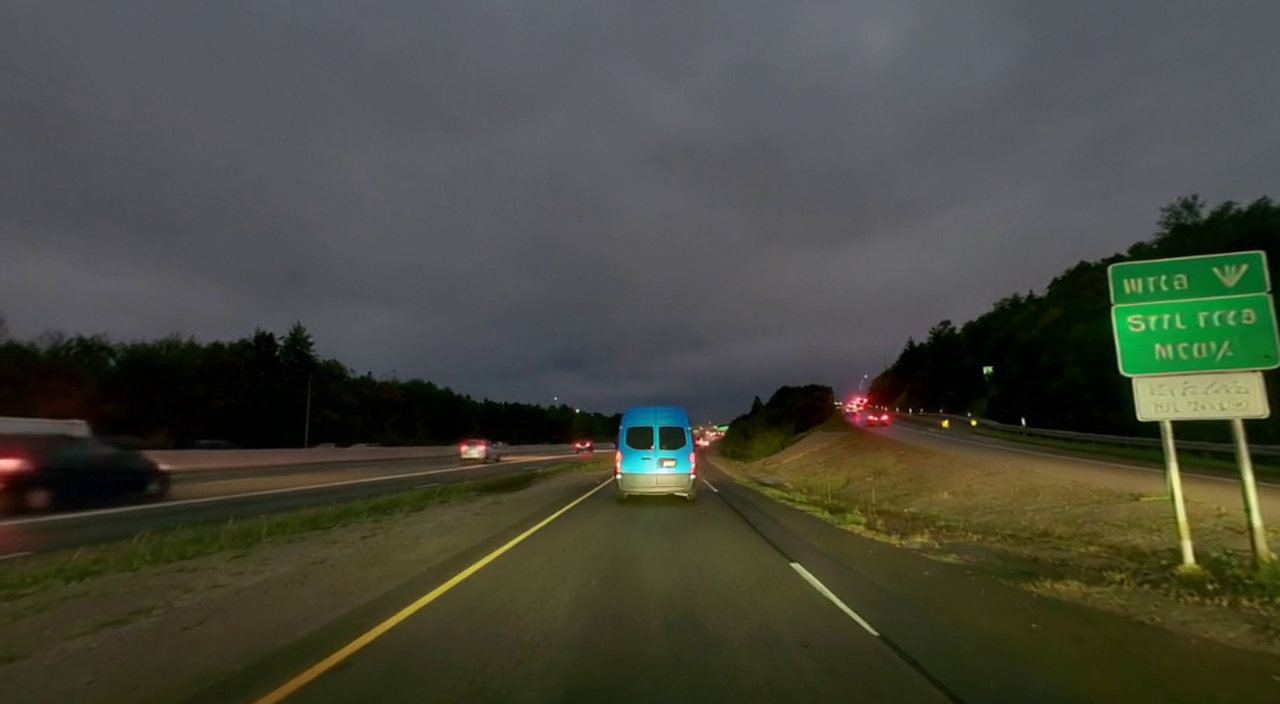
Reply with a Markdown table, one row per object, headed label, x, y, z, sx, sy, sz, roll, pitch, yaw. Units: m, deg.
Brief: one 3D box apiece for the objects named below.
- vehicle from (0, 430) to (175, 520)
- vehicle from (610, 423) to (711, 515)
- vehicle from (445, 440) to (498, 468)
| label | x | y | z | sx | sy | sz | roll | pitch | yaw |
| --- | --- | --- | --- | --- | --- | --- | --- | --- | --- |
| vehicle | -13.011 | 2.540 | 13.393 | 2.050 | 1.676 | 5.319 | -1 | -8 | 2 |
| vehicle | 0.389 | 2.712 | 15.152 | 2.043 | 1.821 | 4.558 | 0 | -8 | -1 |
| vehicle | -11.544 | 6.973 | 43.534 | 2.104 | 1.795 | 4.737 | -1 | -8 | 4 |
